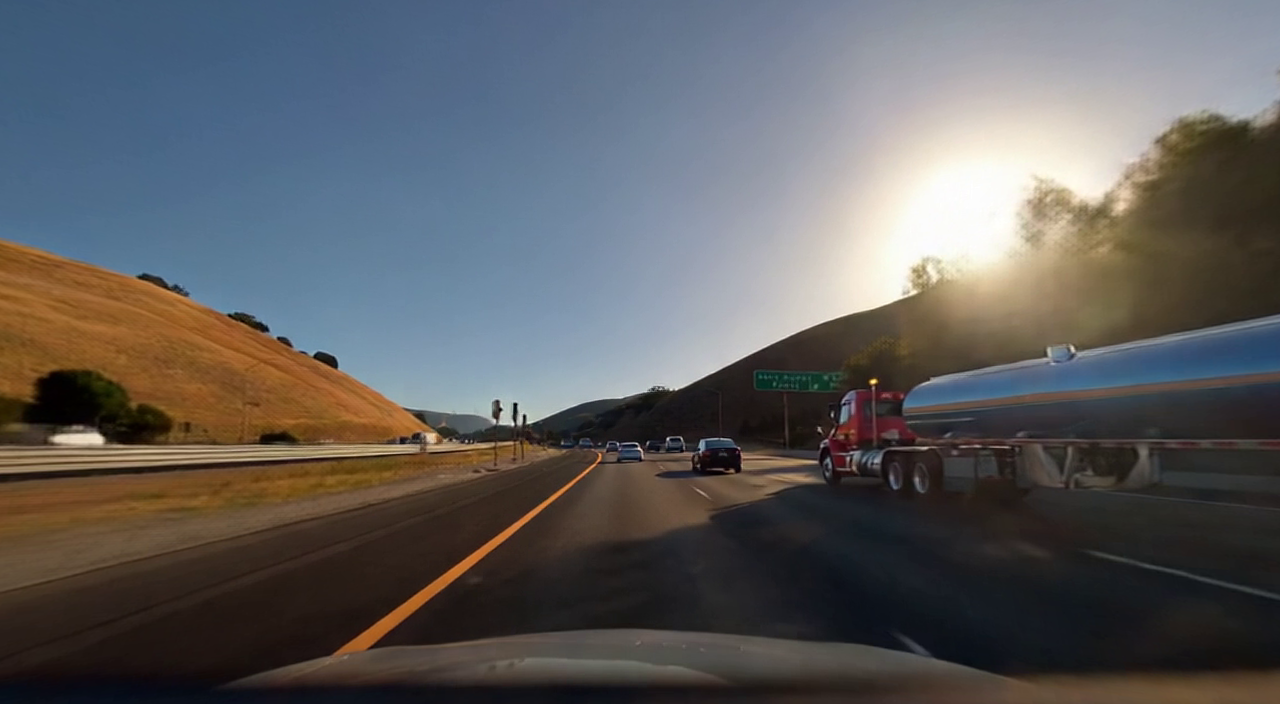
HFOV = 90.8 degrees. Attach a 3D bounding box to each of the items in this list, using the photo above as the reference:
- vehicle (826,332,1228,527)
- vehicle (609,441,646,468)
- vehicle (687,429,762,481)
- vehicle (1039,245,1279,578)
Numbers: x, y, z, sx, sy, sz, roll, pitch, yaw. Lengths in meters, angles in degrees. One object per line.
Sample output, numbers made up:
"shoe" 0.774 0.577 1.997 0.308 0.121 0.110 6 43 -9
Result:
"vehicle" 7.316 1.874 14.503 2.880 2.975 9.608 0 -9 -2
"vehicle" -0.767 5.978 37.114 2.083 1.477 3.965 0 -9 -2
"vehicle" 3.139 3.973 24.533 2.098 1.794 4.561 0 -9 -2
"vehicle" 7.631 0.369 4.742 2.805 3.212 9.978 0 -9 1
